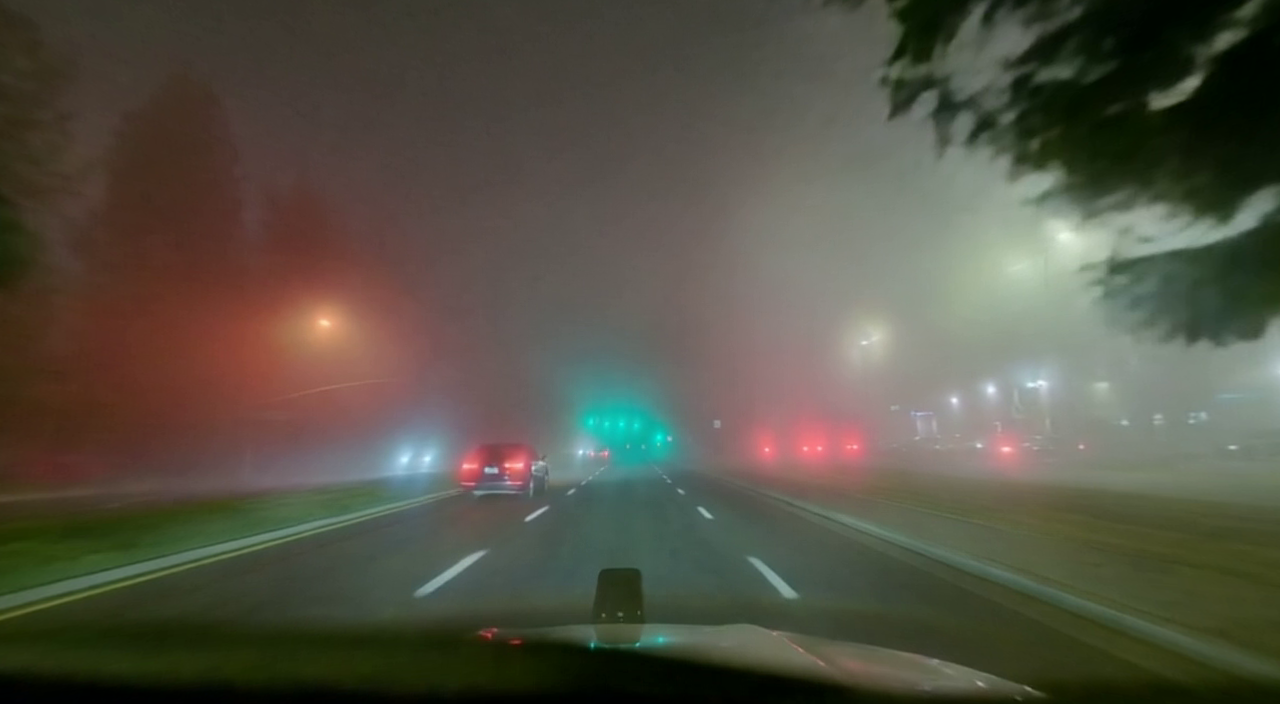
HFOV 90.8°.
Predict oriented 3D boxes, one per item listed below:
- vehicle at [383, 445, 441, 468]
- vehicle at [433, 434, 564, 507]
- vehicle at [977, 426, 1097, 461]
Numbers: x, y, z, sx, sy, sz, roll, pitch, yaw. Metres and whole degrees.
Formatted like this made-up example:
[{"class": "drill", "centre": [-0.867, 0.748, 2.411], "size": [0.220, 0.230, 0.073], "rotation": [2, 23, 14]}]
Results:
[{"class": "vehicle", "centre": [-14.759, 6.762, 41.187], "size": [2.114, 1.429, 4.532], "rotation": [0, -8, -1]}, {"class": "vehicle", "centre": [-3.219, 2.813, 15.538], "size": [2.011, 1.498, 4.914], "rotation": [0, -8, 1]}, {"class": "vehicle", "centre": [19.312, 4.482, 30.856], "size": [4.465, 1.587, 2.178], "rotation": [0, -11, -7]}]
